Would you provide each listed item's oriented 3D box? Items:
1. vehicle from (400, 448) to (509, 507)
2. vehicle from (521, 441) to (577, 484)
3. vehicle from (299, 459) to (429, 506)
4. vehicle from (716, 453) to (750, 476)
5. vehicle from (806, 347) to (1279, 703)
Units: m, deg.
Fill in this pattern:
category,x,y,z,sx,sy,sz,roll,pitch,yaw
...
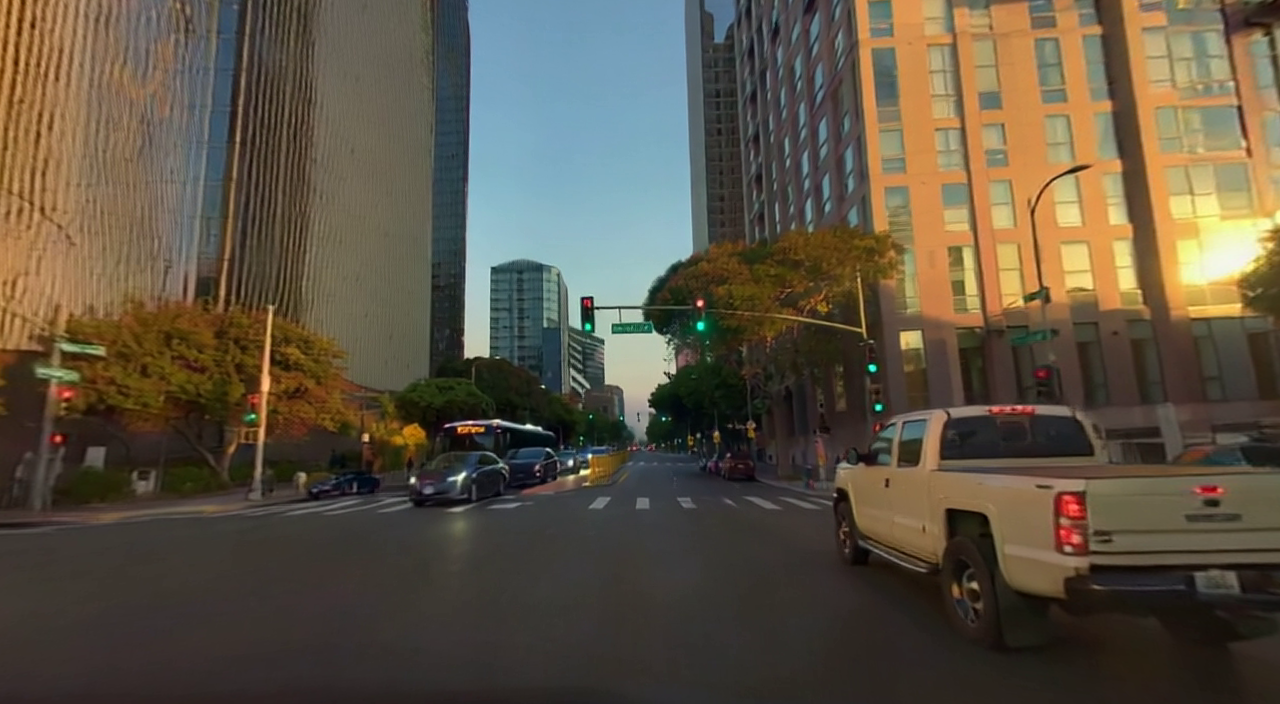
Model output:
category,x,y,z,sx,sy,sz,roll,pitch,yaw
vehicle,-5.553,3.775,19.481,1.997,1.610,4.144,0,-9,1
vehicle,-5.006,6.163,35.626,2.304,2.208,5.200,0,-9,1
vehicle,-10.188,4.818,23.730,2.003,1.489,4.656,-2,-9,13
vehicle,7.124,8.608,48.578,1.962,1.617,4.325,0,-9,0
vehicle,3.301,1.299,5.632,2.118,1.848,5.426,0,-9,0
